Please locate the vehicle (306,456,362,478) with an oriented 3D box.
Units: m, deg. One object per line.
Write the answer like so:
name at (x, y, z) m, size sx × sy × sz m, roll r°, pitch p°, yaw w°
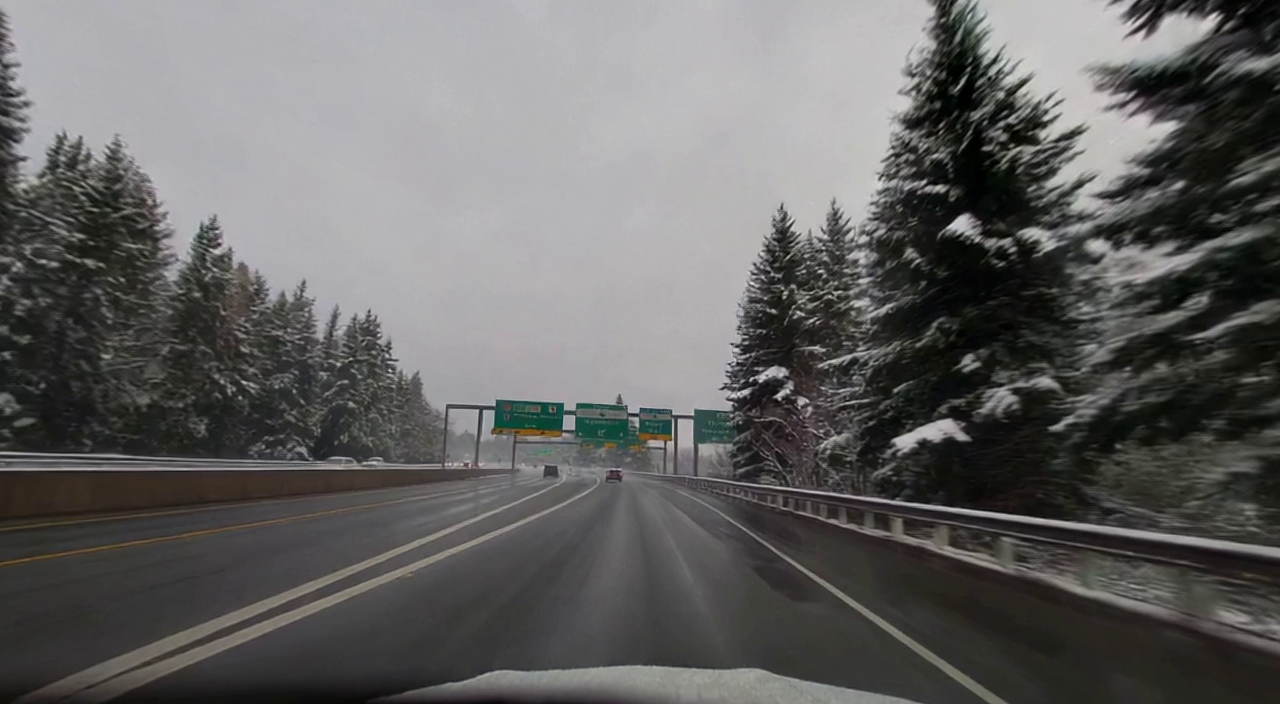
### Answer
vehicle at (-22.390, 8.446, 46.267) m, size 2.041 × 1.494 × 4.669 m, roll 1°, pitch -11°, yaw -4°
